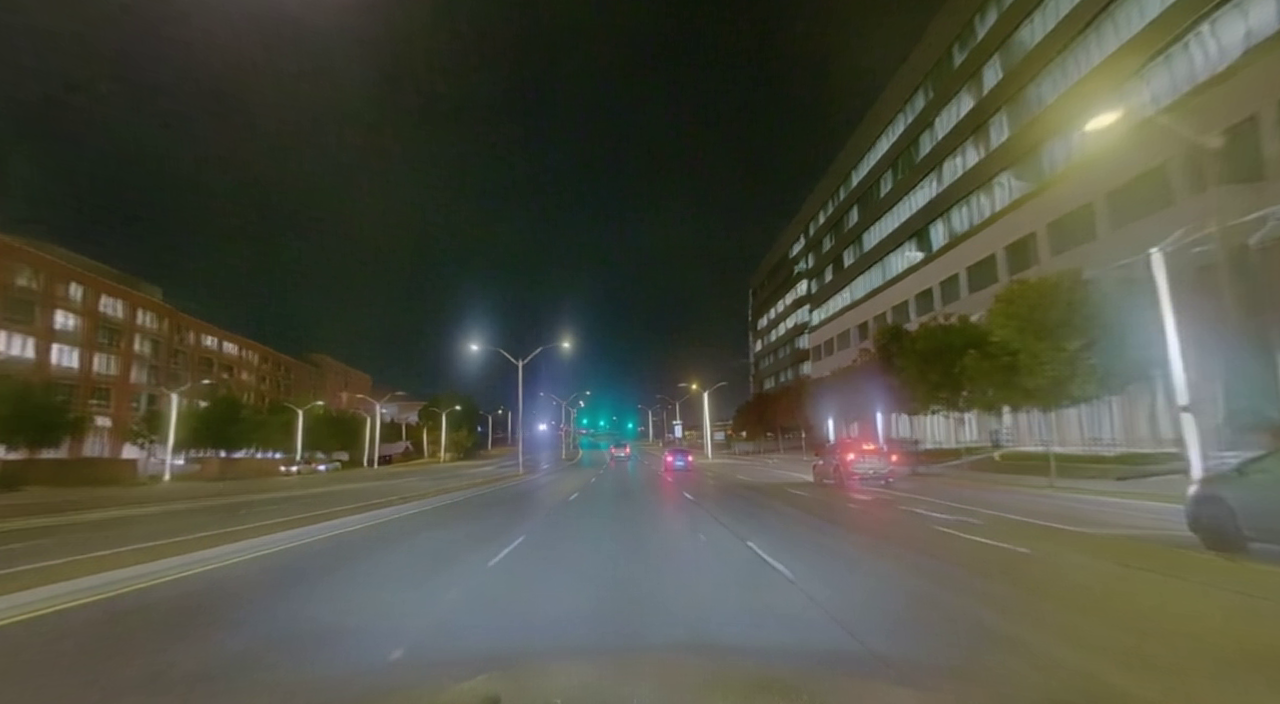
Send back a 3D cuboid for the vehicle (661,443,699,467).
[{"bbox_3d":[2.699,7.053,43.491,2.090,1.506,4.382,0,-8,-3],"label":"vehicle"}]
